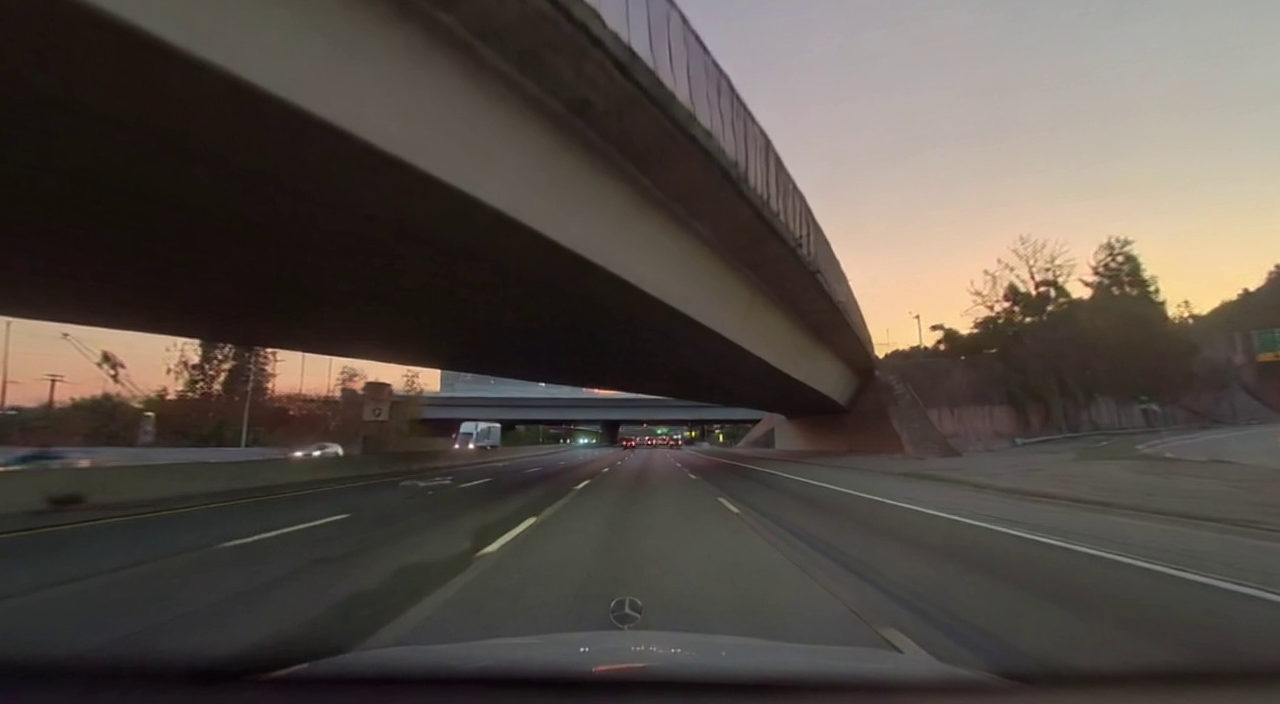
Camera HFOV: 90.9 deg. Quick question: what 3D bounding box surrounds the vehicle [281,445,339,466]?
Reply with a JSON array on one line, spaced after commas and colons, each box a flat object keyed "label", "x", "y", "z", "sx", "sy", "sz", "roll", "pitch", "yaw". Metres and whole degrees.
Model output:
[{"label": "vehicle", "x": -25.376, "y": 7.968, "z": 48.657, "sx": 1.976, "sy": 1.511, "sz": 4.503, "roll": 0, "pitch": -8, "yaw": 1}]
